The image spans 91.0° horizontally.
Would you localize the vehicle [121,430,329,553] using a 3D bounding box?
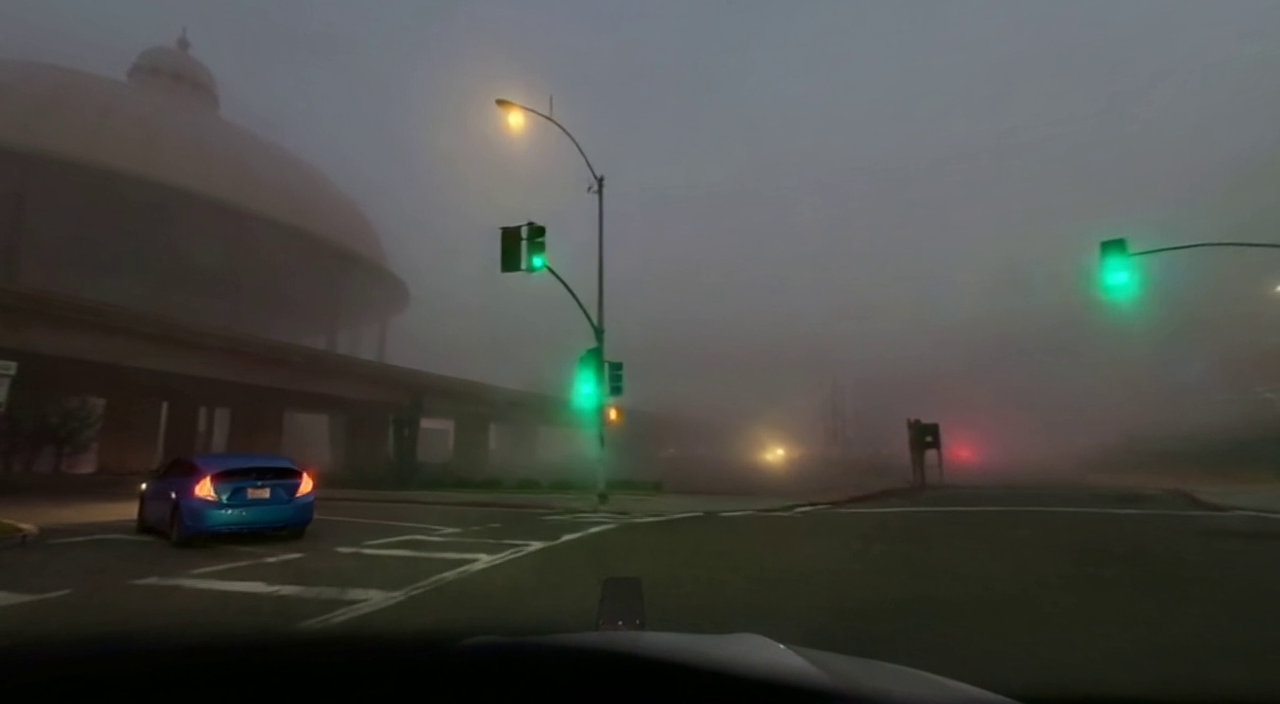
[{"bbox_3d":[-6.876,2.132,10.306,1.976,1.584,3.772,9,-12,-44],"label":"vehicle"}]
